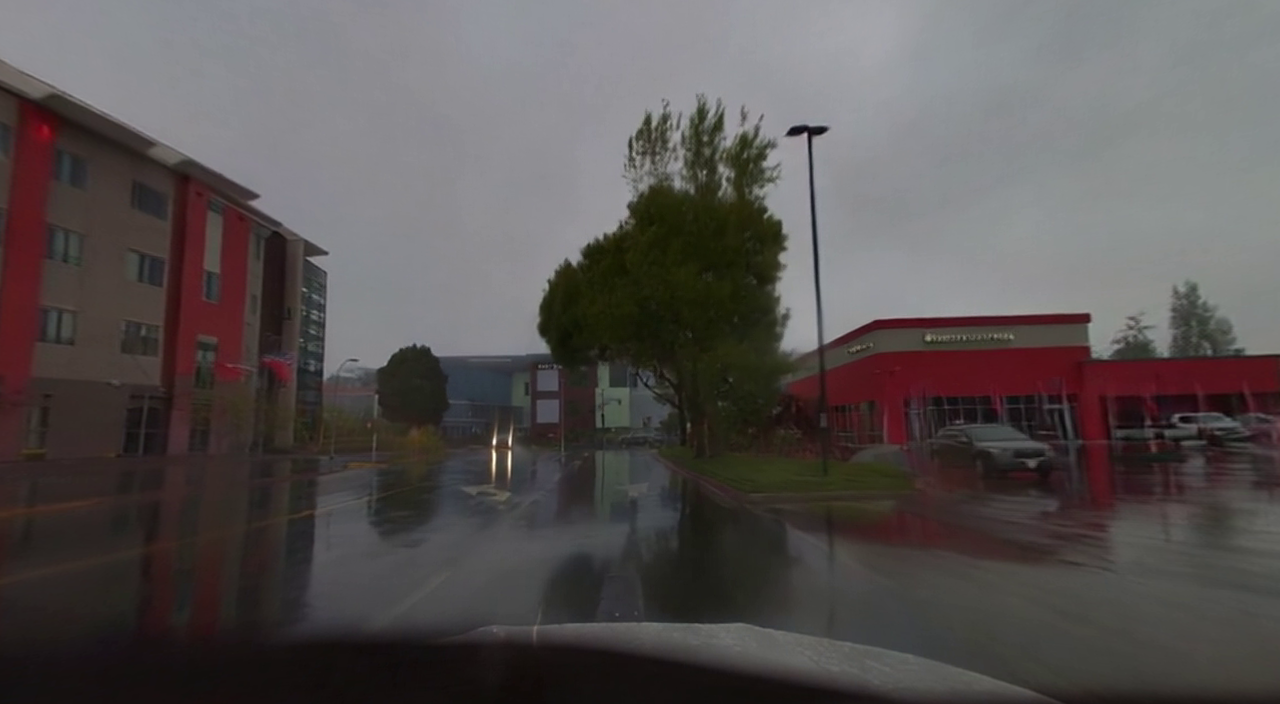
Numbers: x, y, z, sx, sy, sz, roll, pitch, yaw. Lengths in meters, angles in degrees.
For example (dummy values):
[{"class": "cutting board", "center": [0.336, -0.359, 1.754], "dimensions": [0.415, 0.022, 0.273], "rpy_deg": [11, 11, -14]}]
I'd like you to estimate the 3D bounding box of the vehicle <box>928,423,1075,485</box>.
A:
[{"class": "vehicle", "center": [9.833, 2.773, 17.486], "dimensions": [1.769, 1.516, 3.520], "rpy_deg": [1, -8, -4]}]
